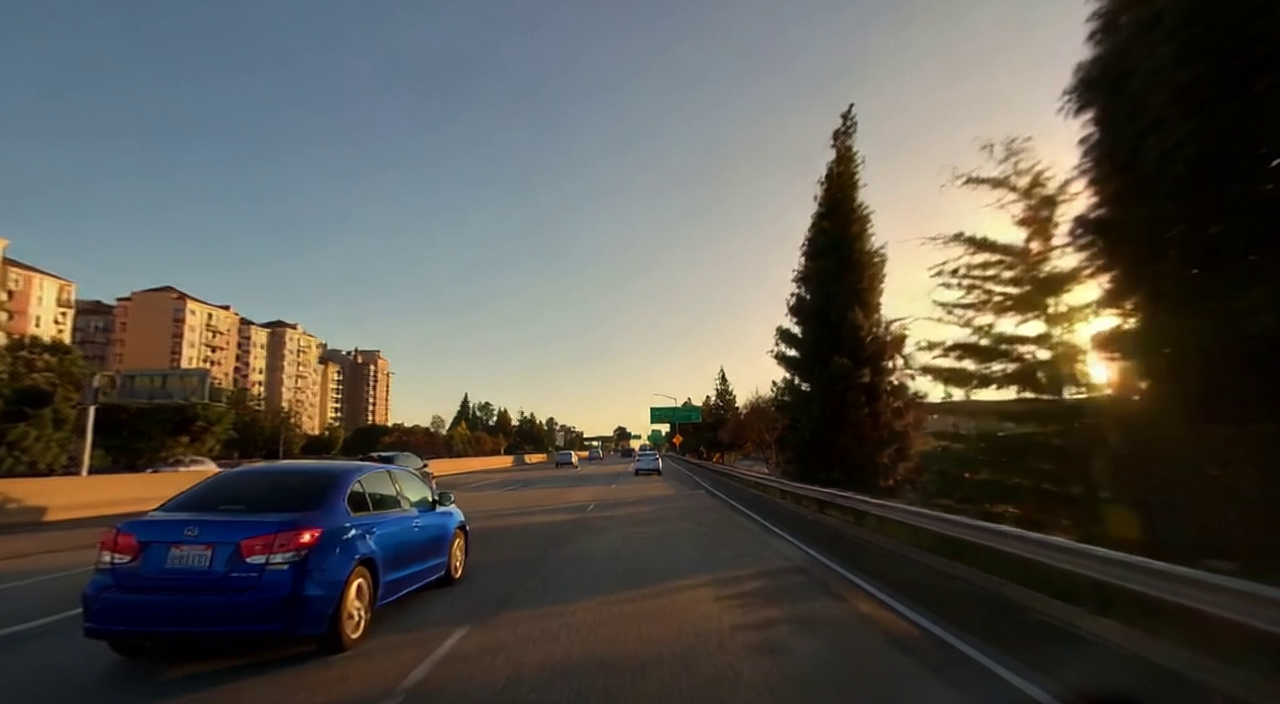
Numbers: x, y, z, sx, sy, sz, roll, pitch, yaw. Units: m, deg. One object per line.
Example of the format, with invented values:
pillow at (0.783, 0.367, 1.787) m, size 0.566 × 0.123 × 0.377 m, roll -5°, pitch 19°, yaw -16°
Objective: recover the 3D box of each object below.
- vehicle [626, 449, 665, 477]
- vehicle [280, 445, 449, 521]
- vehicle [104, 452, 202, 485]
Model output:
vehicle at (0.284, 6.149, 35.154) m, size 2.051 × 1.443 × 3.770 m, roll 0°, pitch -8°, yaw 0°
vehicle at (-6.378, 3.036, 15.292) m, size 2.075 × 1.528 × 4.327 m, roll 0°, pitch -8°, yaw 1°
vehicle at (-26.706, 6.365, 34.816) m, size 1.857 × 1.575 × 4.446 m, roll 0°, pitch -8°, yaw 0°
